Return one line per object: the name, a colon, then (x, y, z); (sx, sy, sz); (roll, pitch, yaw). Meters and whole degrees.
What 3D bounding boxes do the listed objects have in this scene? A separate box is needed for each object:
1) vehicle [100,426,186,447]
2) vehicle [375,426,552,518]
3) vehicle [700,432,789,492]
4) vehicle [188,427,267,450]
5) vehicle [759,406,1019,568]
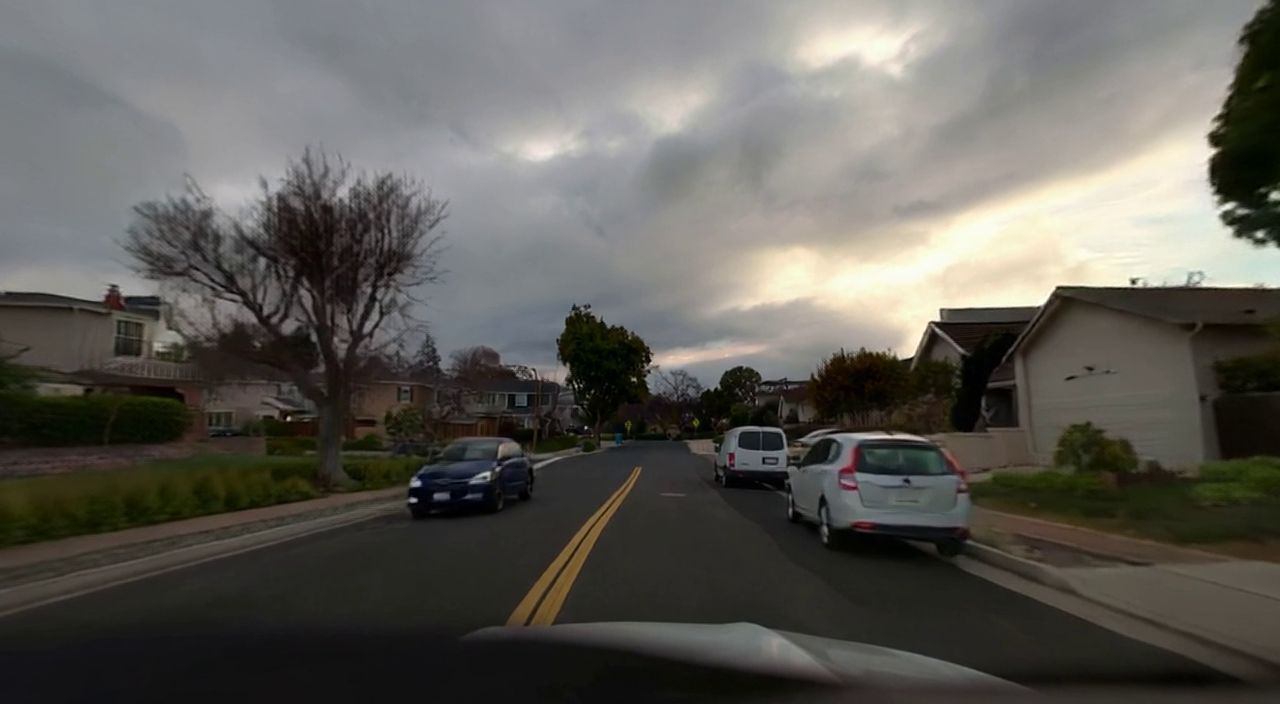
vehicle: (-37.247, 6.342, 47.409); (4.969, 1.501, 1.905); (-1, -10, 4)
vehicle: (-3.729, 2.663, 14.695); (2.278, 1.704, 5.321); (-1, -8, 4)
vehicle: (3.187, 3.489, 20.405); (2.074, 1.646, 5.457); (1, -9, 1)
vehicle: (-30.780, 6.484, 47.204); (4.562, 1.613, 1.979); (-1, -9, 4)
vehicle: (3.012, 1.710, 8.771); (1.822, 1.668, 4.147); (-1, -8, -1)
